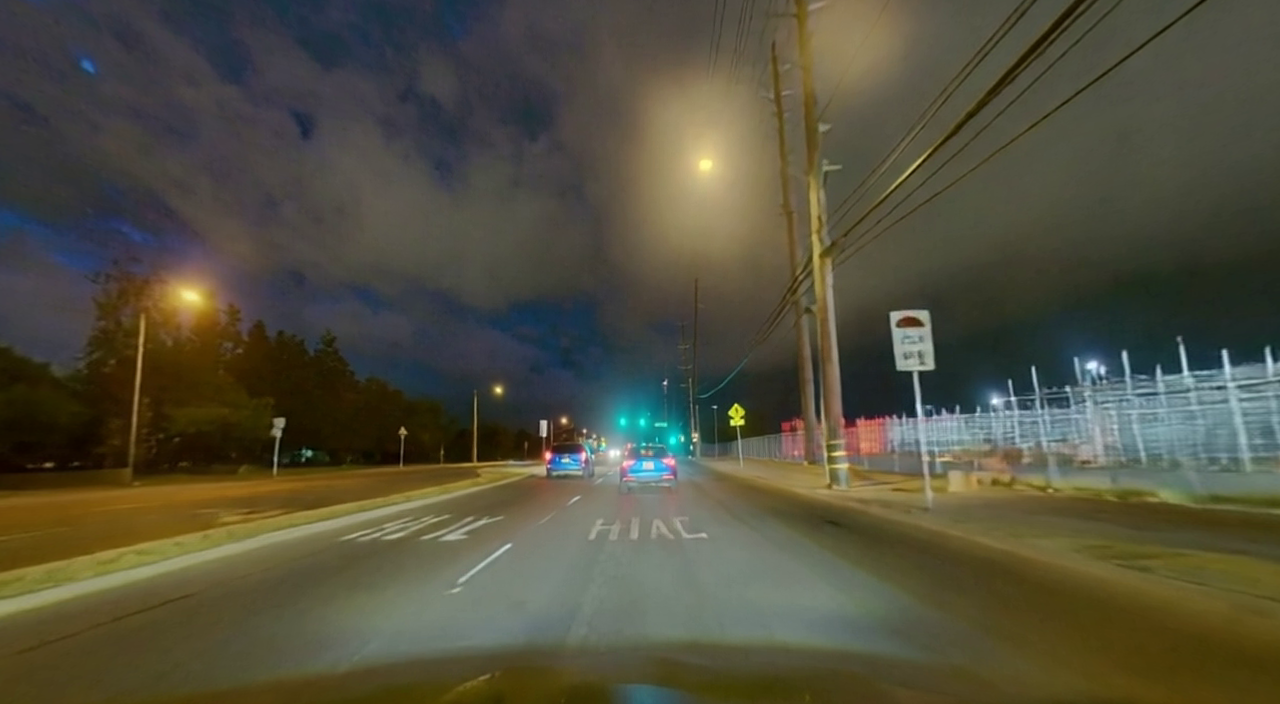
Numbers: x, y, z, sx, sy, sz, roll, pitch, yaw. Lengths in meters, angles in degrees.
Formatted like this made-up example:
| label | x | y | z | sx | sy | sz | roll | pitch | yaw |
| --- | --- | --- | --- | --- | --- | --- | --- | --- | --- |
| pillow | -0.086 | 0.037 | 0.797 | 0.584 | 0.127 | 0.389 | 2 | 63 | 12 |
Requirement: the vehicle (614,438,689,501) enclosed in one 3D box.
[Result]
| label | x | y | z | sx | sy | sz | roll | pitch | yaw |
| --- | --- | --- | --- | --- | --- | --- | --- | --- | --- |
| vehicle | 0.314 | 3.542 | 19.358 | 2.059 | 1.691 | 3.980 | 0 | -8 | 0 |

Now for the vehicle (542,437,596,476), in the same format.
| label | x | y | z | sx | sy | sz | roll | pitch | yaw |
| --- | --- | --- | --- | --- | --- | --- | --- | --- | --- |
| vehicle | -3.472 | 5.191 | 31.443 | 2.078 | 1.804 | 4.387 | -1 | -8 | 1 |
